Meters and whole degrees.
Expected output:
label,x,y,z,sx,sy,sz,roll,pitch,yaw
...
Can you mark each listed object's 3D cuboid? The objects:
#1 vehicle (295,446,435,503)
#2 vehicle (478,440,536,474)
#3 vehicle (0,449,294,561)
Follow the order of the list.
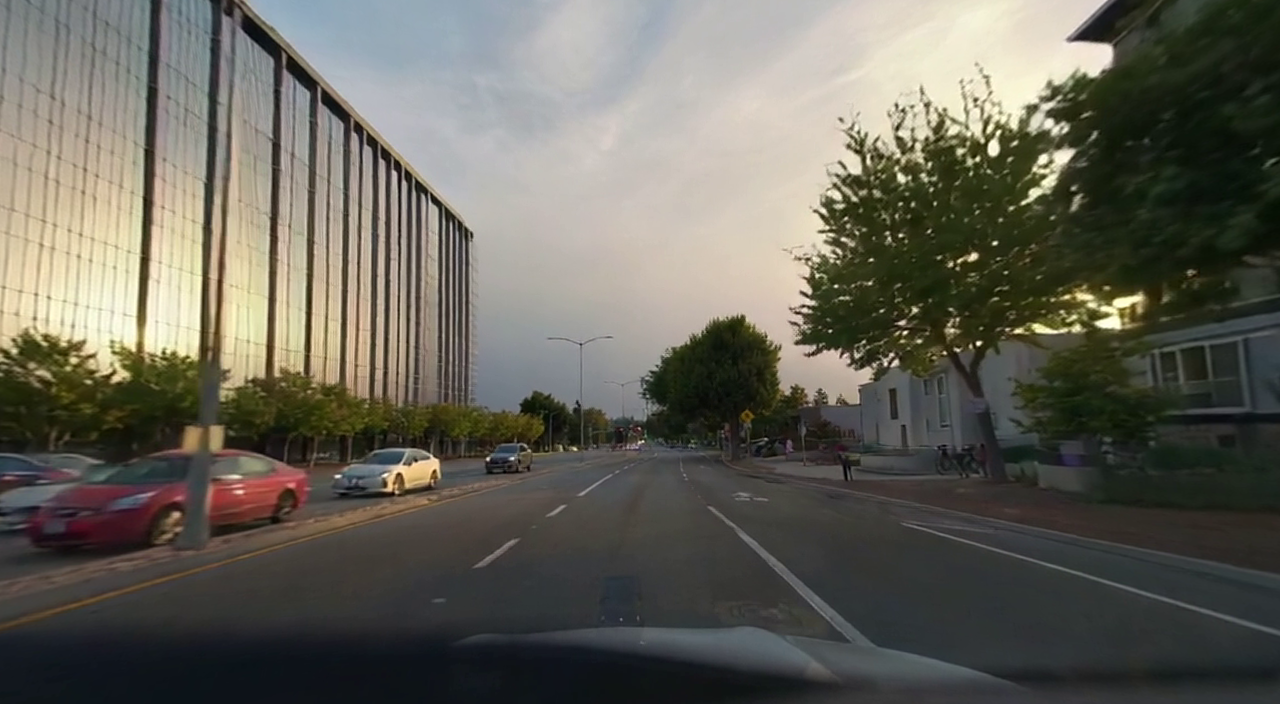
label,x,y,z,sx,sy,sz,roll,pitch,yaw
vehicle,-8.089,3.608,19.196,1.983,1.486,4.707,0,-8,2
vehicle,-7.333,5.819,35.217,1.988,1.755,4.568,0,-8,3
vehicle,-8.257,2.429,10.906,1.845,1.456,4.616,0,-8,1
